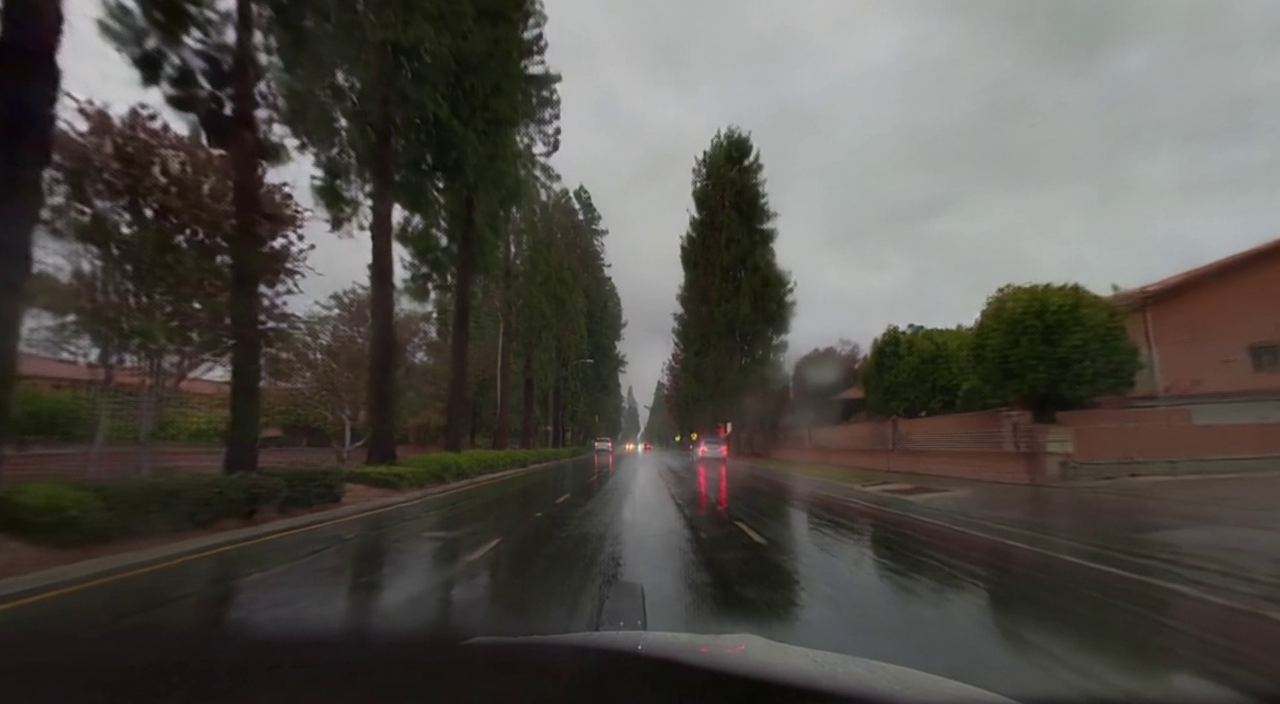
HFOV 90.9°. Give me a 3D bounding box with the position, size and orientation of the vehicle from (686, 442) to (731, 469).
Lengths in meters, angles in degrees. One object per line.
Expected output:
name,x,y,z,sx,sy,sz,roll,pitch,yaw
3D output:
vehicle,4.139,6.337,38.844,2.237,1.578,4.621,0,-8,-1
